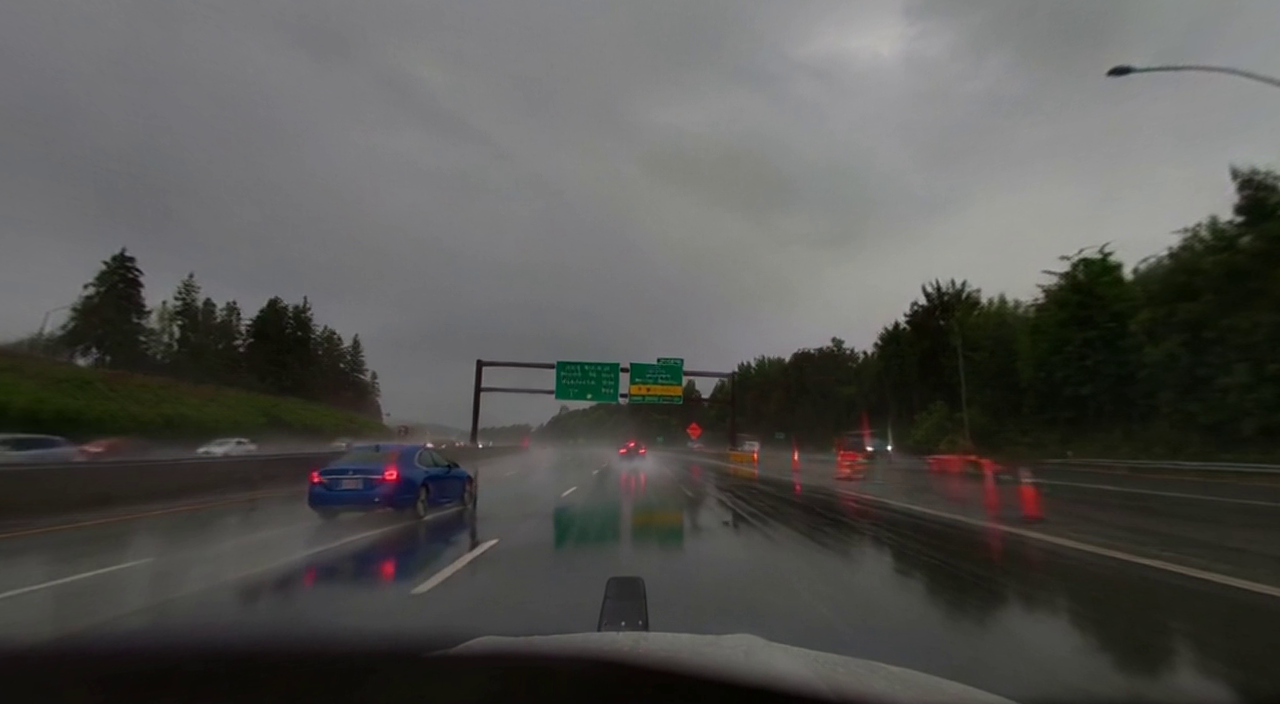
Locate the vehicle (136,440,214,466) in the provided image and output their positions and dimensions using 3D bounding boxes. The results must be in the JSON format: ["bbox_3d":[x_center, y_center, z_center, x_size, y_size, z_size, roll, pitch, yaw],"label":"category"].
[{"bbox_3d":[-29.418,6.393,39.909,1.852,1.550,4.169,0,-8,-2],"label":"vehicle"}]

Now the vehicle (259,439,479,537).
[{"bbox_3d":[-4.508,2.301,11.361,2.001,1.415,4.360,0,-8,1],"label":"vehicle"}]

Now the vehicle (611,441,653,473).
[{"bbox_3d":[-0.461,5.259,31.664,1.963,1.462,4.681,0,-8,-2],"label":"vehicle"}]

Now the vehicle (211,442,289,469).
[{"bbox_3d":[-22.432,5.950,36.287,1.818,1.447,4.303,0,-8,-1],"label":"vehicle"}]
